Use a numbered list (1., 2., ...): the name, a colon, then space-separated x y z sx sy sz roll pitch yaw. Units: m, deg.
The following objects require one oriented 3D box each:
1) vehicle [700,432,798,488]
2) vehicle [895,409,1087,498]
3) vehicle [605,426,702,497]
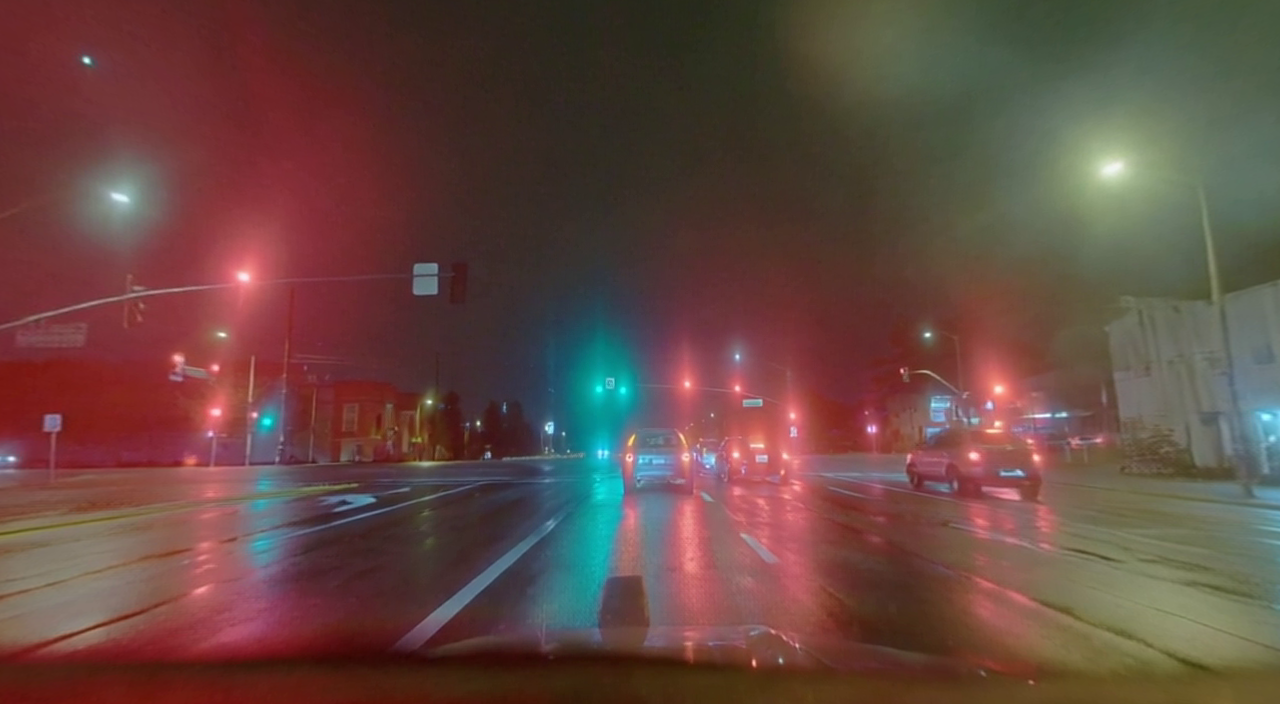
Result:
1. vehicle: 2.999 3.092 18.327 1.994 1.436 4.169 0 -8 -2
2. vehicle: 8.501 2.517 15.959 2.132 1.892 4.851 0 -8 2
3. vehicle: 0.273 2.734 16.108 2.099 1.516 4.681 0 -8 -1
